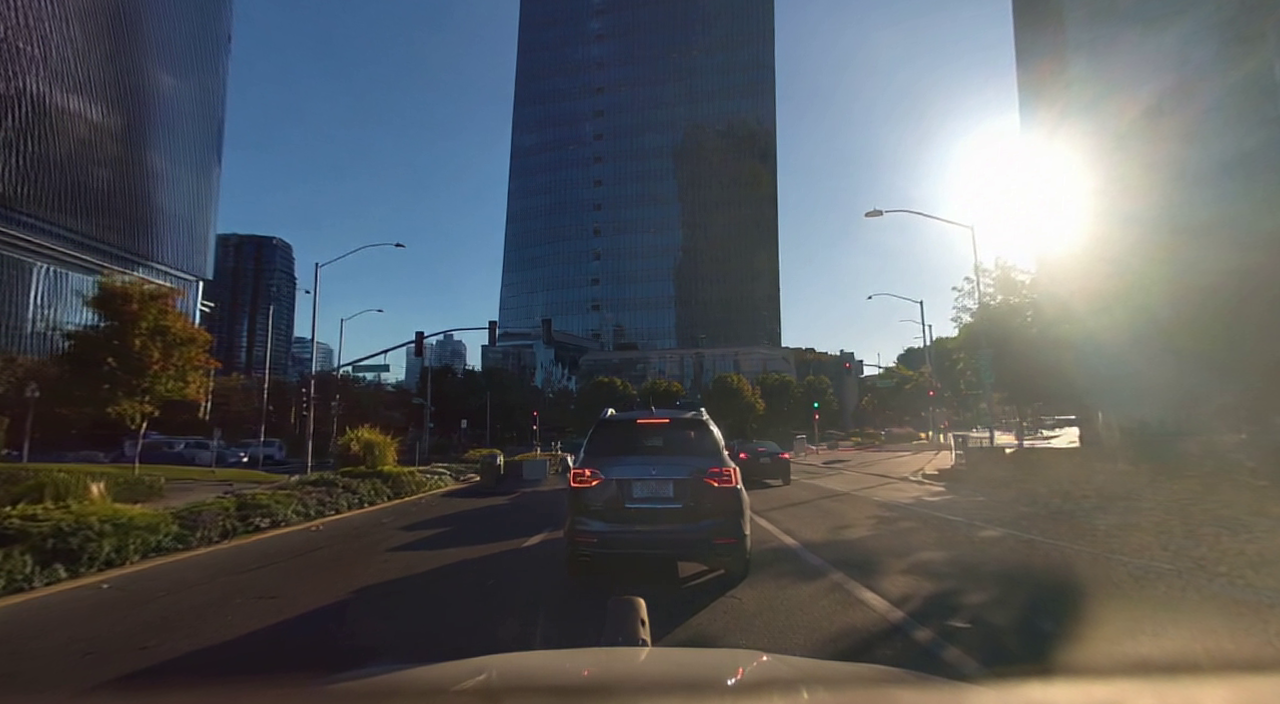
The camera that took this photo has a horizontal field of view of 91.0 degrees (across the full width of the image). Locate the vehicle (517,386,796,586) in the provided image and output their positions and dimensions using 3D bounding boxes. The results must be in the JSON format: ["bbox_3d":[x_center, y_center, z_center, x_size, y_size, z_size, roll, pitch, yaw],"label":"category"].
[{"bbox_3d":[0.148,1.605,8.262,2.601,1.878,4.535,0,-9,0],"label":"vehicle"}]

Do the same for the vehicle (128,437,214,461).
[{"bbox_3d":[-34.616,7.175,46.556,4.622,1.742,1.965,0,-9,-2],"label":"vehicle"}]

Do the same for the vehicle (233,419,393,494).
[{"bbox_3d":[-11.481,3.775,22.951,2.717,2.310,6.448,1,-9,-4],"label":"vehicle"}]
